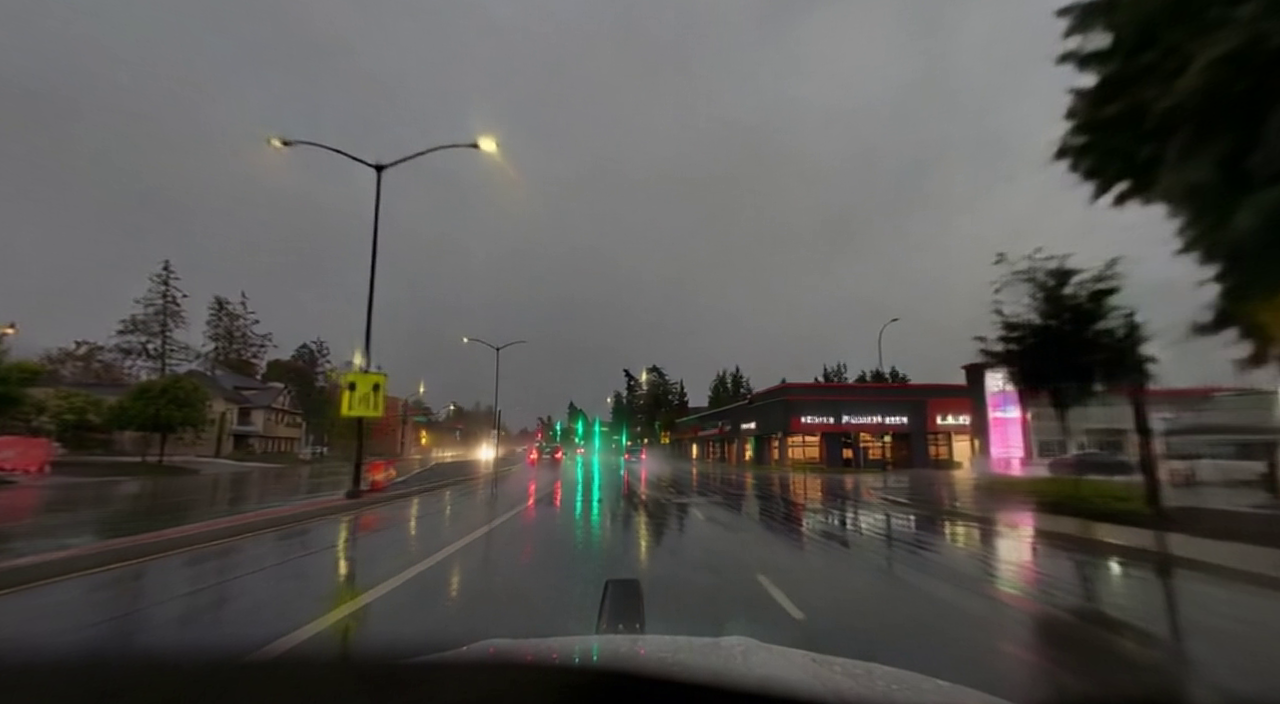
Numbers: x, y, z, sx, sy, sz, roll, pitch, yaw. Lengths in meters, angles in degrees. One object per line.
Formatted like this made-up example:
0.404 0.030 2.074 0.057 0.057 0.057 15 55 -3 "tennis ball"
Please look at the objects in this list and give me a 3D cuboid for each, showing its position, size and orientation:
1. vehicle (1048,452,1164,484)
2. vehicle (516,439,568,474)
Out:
25.168 6.262 34.193 4.906 1.447 2.076 1 -5 -8 "vehicle"
-5.103 5.489 33.473 2.381 1.721 4.186 0 -9 -4 "vehicle"
